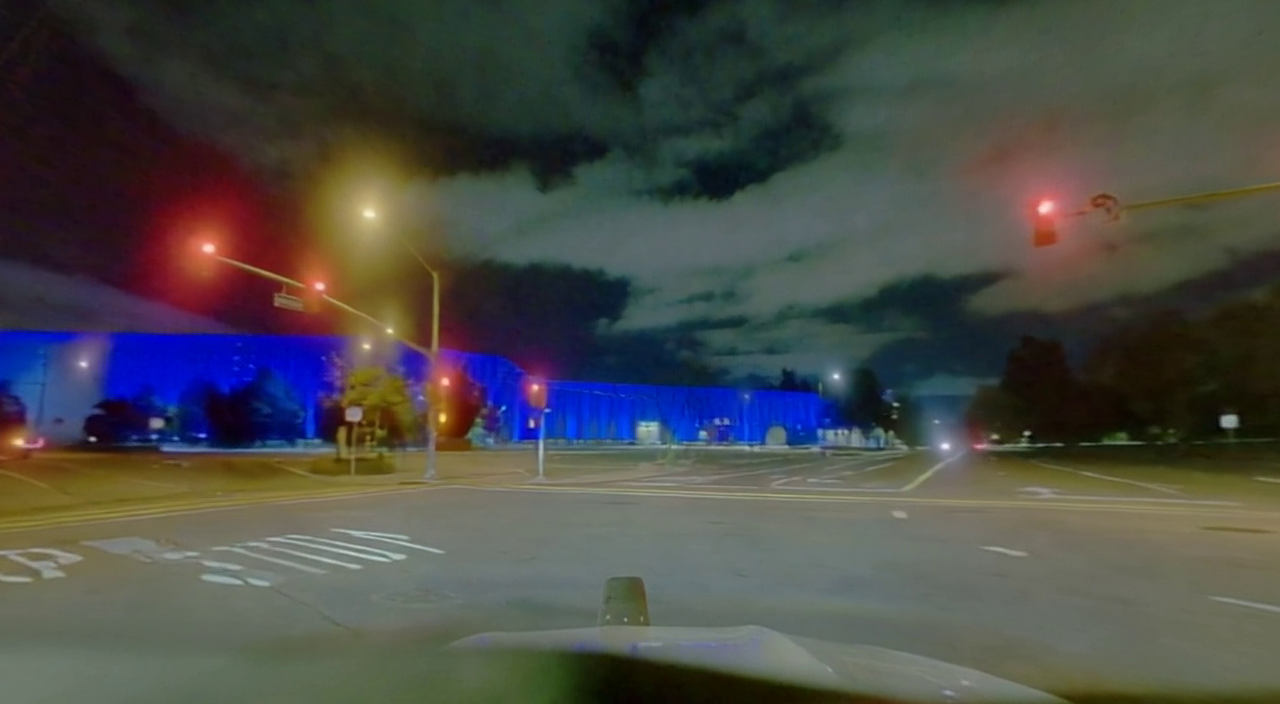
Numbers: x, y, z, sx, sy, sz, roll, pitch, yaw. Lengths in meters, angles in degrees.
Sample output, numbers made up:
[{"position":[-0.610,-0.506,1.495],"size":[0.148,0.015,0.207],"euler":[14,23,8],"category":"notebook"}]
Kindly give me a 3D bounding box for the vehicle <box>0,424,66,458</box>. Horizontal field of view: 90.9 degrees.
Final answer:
[{"position":[-37.961,5.442,38.416],"size":[5.570,1.923,2.336],"euler":[-4,-9,26],"category":"vehicle"}]

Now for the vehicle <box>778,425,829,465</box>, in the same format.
[{"position":[12.296,6.953,47.084],"size":[2.324,2.750,5.997],"euler":[-5,-10,27],"category":"vehicle"}]
